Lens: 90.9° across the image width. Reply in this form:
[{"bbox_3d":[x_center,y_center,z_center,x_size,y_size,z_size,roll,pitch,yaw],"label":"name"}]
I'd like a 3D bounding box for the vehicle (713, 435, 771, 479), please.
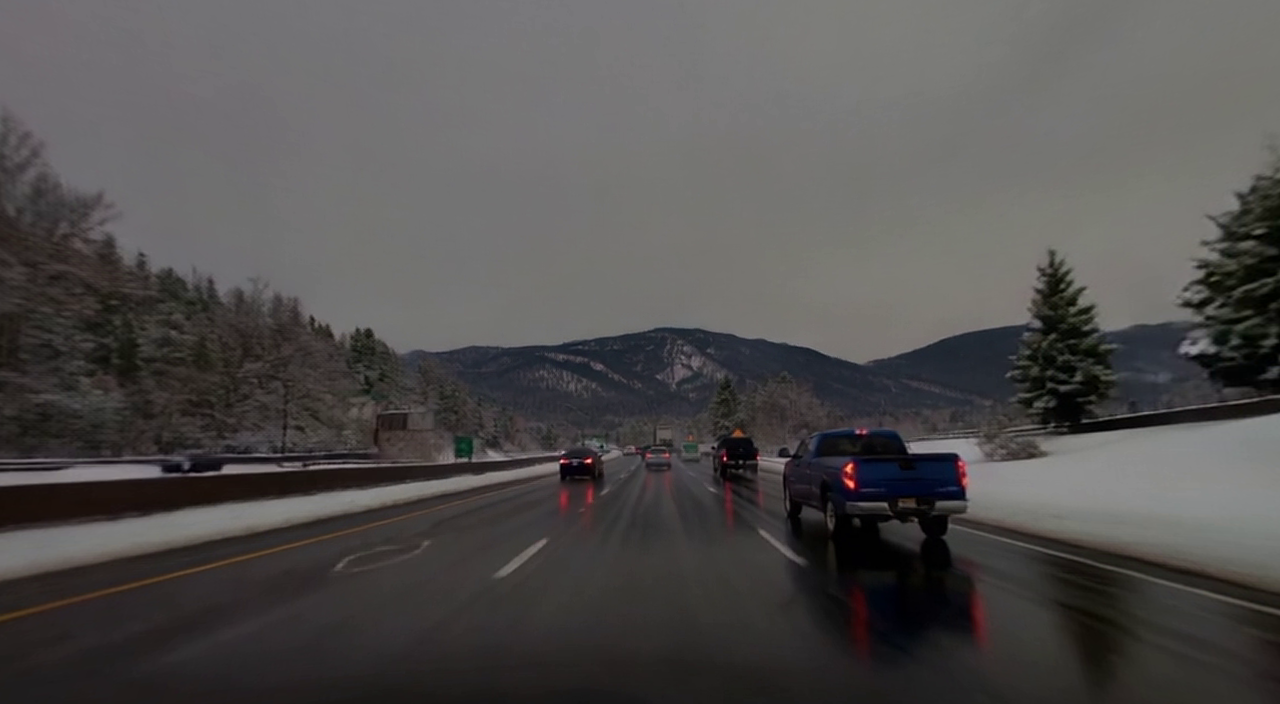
[{"bbox_3d":[4.866,5.107,30.863,2.057,1.958,4.495,0,-8,0],"label":"vehicle"}]

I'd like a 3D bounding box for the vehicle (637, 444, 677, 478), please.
[{"bbox_3d":[0.866,5.693,33.219,1.959,1.604,4.065,-1,-8,1],"label":"vehicle"}]

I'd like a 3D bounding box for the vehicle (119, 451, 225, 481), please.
[{"bbox_3d":[-27.859,6.786,37.855,2.172,1.609,5.420,-1,-8,1],"label":"vehicle"}]

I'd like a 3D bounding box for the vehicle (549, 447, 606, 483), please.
[{"bbox_3d":[-2.923,5.393,30.406,2.109,1.530,4.646,-1,-8,2],"label":"vehicle"}]

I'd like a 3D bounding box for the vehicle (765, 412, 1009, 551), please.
[{"bbox_3d":[3.857,2.144,11.245,2.229,1.837,5.387,-1,-8,1],"label":"vehicle"}]
